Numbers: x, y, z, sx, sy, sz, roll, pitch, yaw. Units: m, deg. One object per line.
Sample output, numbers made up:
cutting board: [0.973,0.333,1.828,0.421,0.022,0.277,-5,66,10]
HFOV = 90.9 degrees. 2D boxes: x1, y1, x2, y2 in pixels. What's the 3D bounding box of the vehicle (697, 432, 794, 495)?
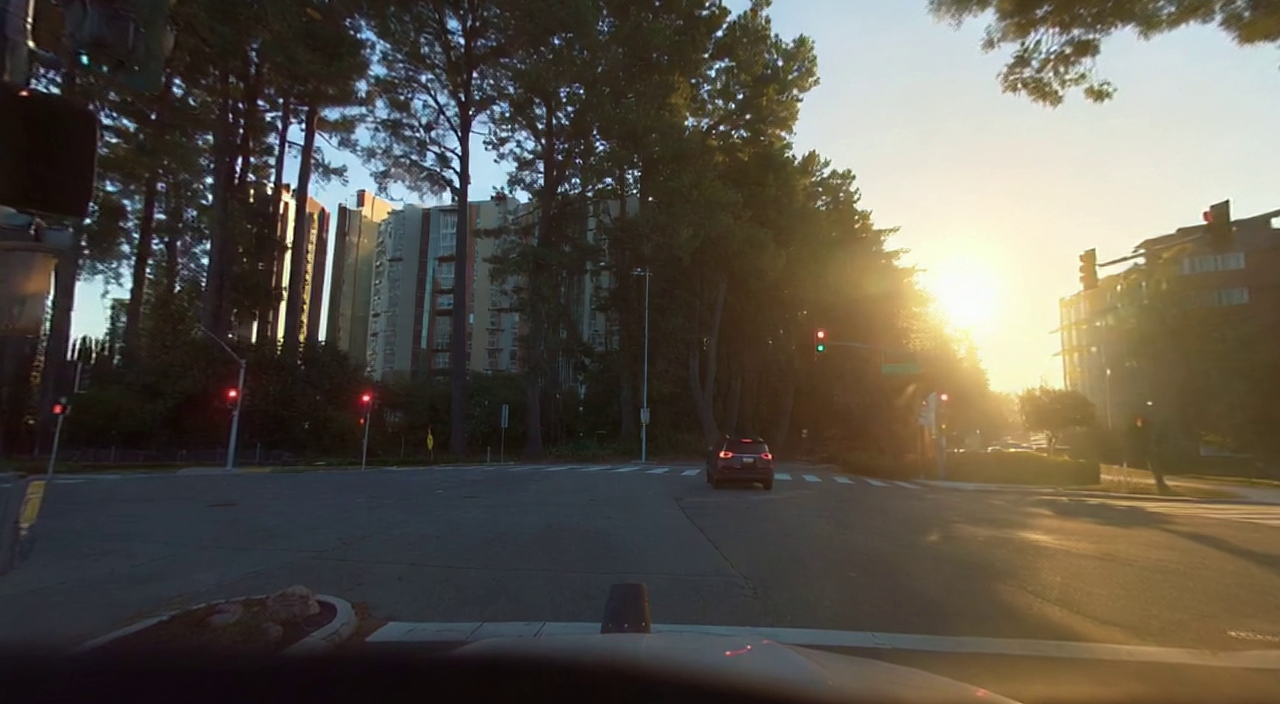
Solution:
vehicle: [3.073,3.371,19.477,2.150,1.706,4.754,0,-8,0]
